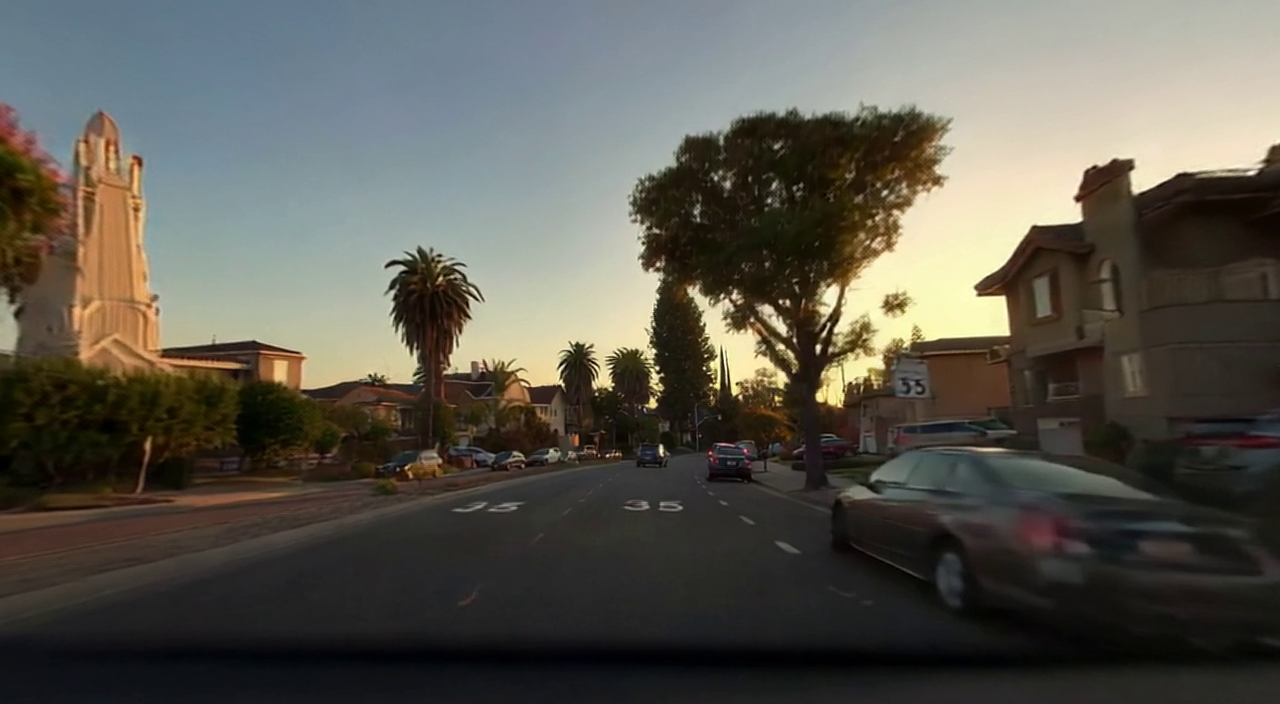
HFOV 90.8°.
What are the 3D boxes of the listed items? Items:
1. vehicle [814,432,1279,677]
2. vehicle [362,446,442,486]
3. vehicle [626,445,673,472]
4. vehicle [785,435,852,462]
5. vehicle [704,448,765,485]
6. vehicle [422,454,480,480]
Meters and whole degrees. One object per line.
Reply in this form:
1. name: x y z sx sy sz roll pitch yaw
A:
1. vehicle: 3.567 1.608 6.338 2.025 1.456 4.865 0 -9 -3
2. vehicle: -12.897 6.227 34.689 2.131 1.902 4.924 -3 -10 5
3. vehicle: 0.624 6.212 36.920 2.035 1.474 4.284 -2 -9 10
4. vehicle: 13.245 7.211 47.016 4.557 1.795 1.986 -5 -10 16
5. vehicle: 3.900 4.800 26.805 2.037 1.425 4.621 0 -9 2
6. vehicle: -12.162 7.415 40.996 1.866 1.501 4.681 -1 -9 7
